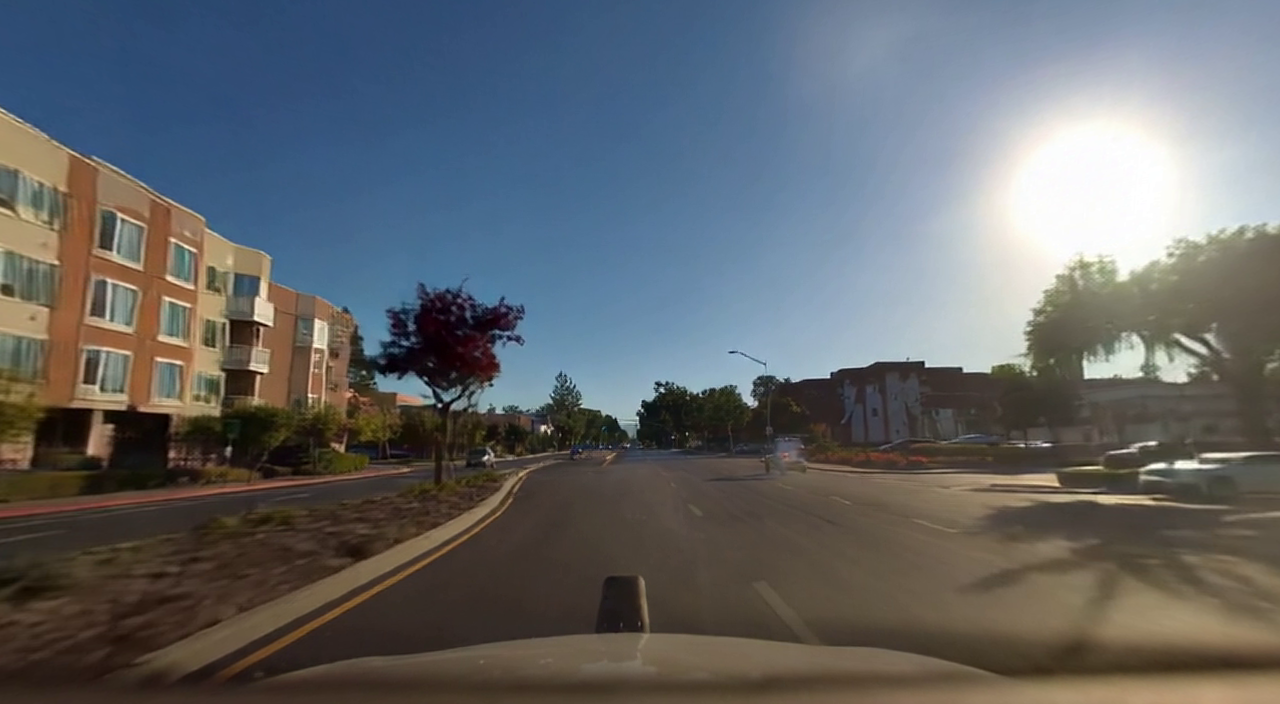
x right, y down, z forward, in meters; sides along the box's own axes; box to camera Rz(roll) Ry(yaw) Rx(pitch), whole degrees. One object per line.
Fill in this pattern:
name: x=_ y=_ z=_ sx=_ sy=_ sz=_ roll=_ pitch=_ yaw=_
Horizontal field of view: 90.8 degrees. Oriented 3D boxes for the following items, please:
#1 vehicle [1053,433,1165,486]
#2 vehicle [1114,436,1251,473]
vehicle: x=16.933 y=3.888 z=22.906 sx=2.630 sy=1.808 sz=1.657 roll=-1 pitch=-9 yaw=3
vehicle: x=25.493 y=4.813 z=29.816 sx=1.775 sy=1.592 sz=4.561 roll=7 pitch=-11 yaw=-41
